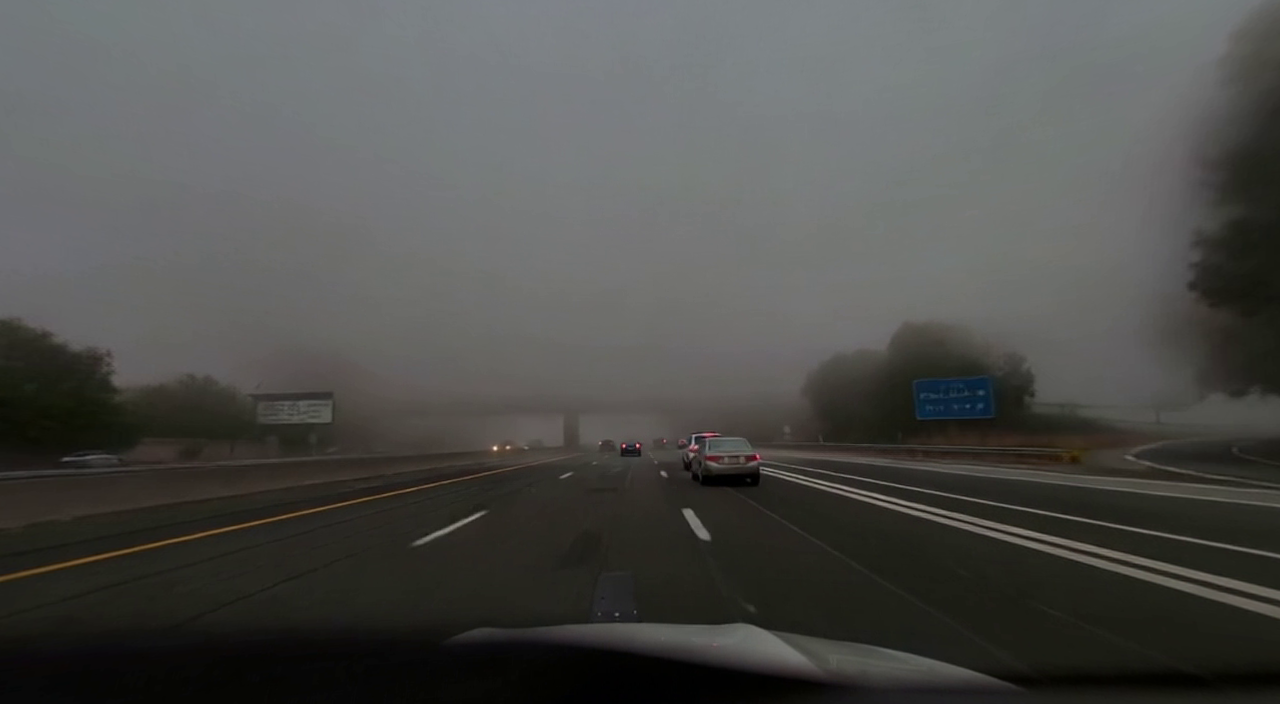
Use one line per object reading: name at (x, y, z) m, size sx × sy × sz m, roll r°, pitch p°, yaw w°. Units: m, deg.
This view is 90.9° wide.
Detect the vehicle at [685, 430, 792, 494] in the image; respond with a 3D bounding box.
vehicle at (2.730, 3.205, 18.863) m, size 2.240 × 1.646 × 4.949 m, roll 0°, pitch -8°, yaw -2°
